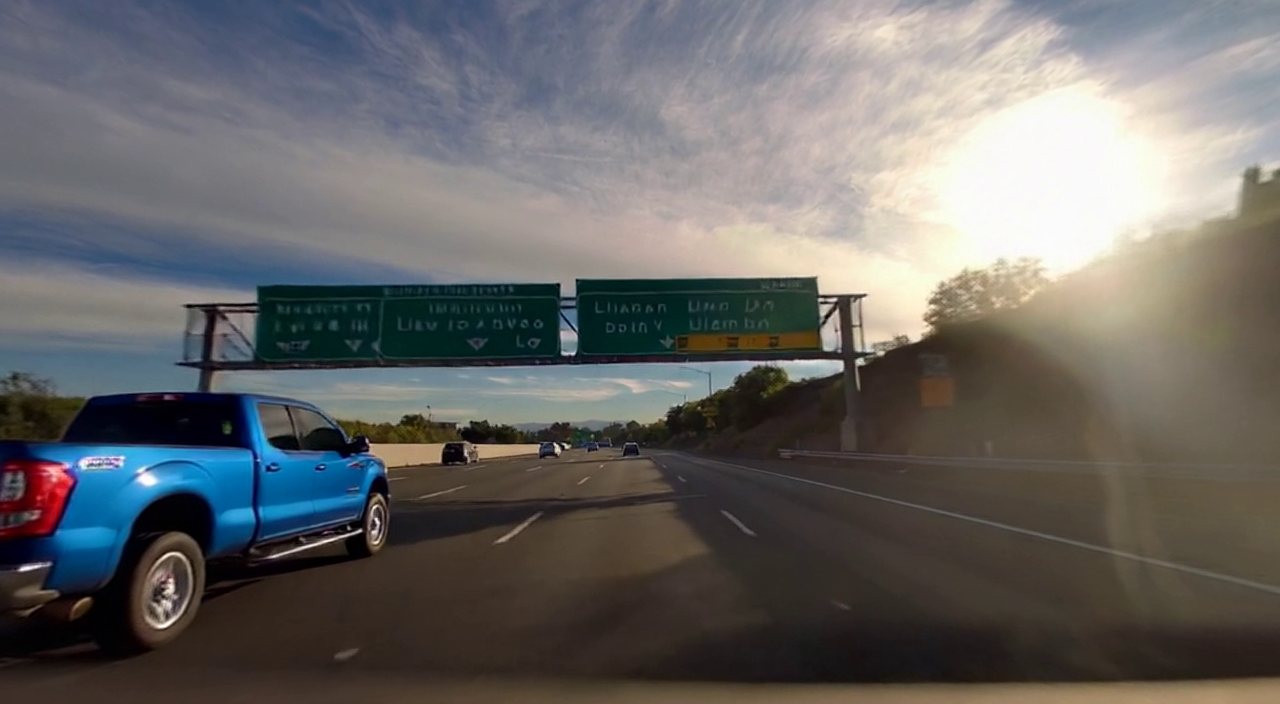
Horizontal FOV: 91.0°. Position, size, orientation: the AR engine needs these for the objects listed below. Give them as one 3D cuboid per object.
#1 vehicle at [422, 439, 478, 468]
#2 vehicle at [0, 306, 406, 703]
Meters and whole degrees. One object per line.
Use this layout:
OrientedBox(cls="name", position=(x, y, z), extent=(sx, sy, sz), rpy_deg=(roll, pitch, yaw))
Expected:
OrientedBox(cls="vehicle", position=(-11.729, 6.294, 39.169), extent=(2.106, 1.692, 4.458), rpy_deg=(0, -8, -1))
OrientedBox(cls="vehicle", position=(-4.359, 1.118, 5.372), extent=(2.339, 2.004, 6.171), rpy_deg=(0, -8, 0))
